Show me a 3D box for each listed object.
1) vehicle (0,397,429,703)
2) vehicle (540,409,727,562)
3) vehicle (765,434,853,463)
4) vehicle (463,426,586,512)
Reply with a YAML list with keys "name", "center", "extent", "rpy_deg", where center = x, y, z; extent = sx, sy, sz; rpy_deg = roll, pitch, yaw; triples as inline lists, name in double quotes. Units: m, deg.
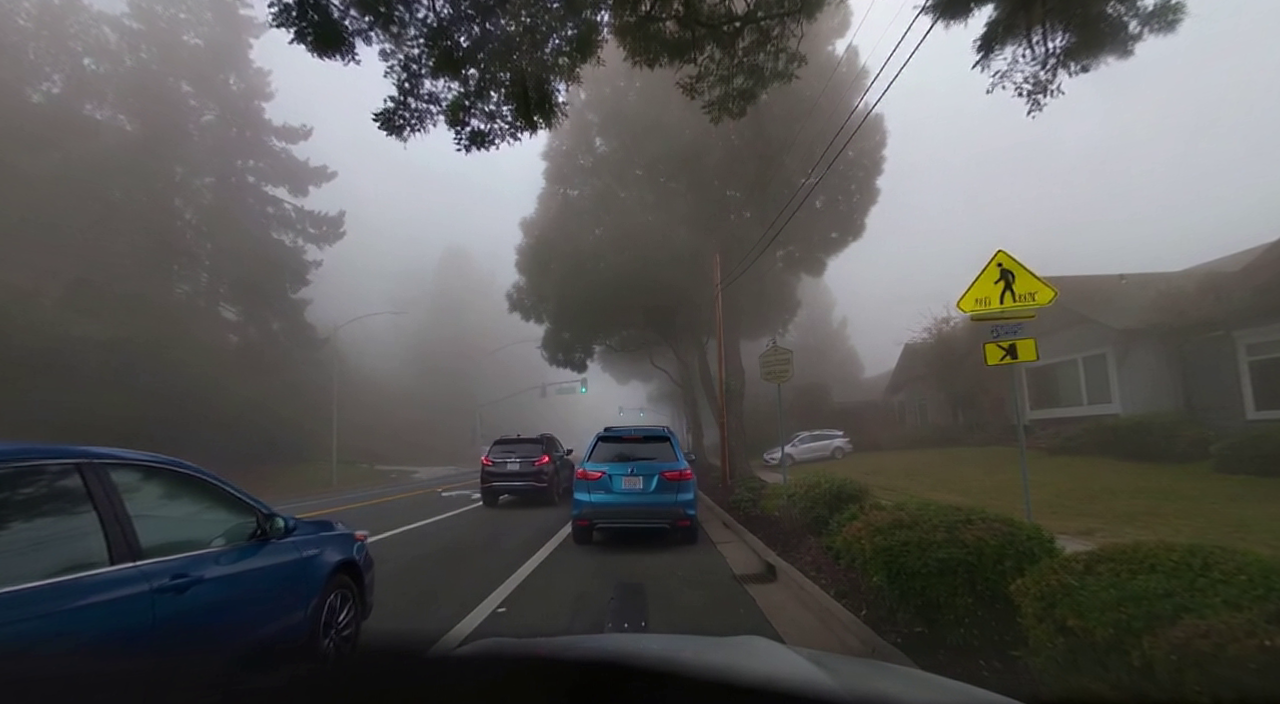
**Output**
- name: "vehicle"
  center: [-2.868, 1.062, 3.076]
  extent: [1.968, 1.472, 4.685]
  rpy_deg: [0, -9, 1]
- name: "vehicle"
  center: [-0.057, 1.818, 9.204]
  extent: [2.120, 1.718, 3.909]
  rpy_deg: [0, -9, 1]
- name: "vehicle"
  center: [9.424, 5.421, 35.395]
  extent: [4.456, 1.504, 1.914]
  rpy_deg: [-1, -9, 4]
- name: "vehicle"
  center: [-2.554, 2.719, 15.045]
  extent: [2.000, 1.737, 4.133]
  rpy_deg: [0, -9, 2]
